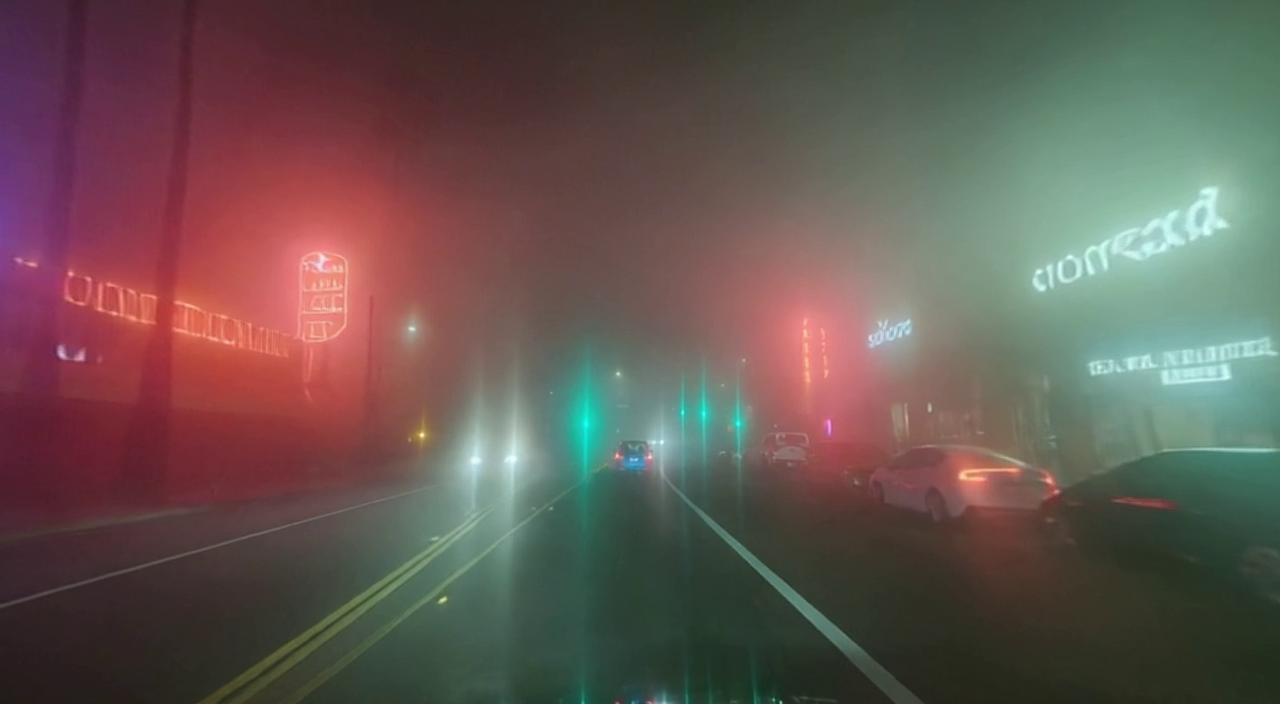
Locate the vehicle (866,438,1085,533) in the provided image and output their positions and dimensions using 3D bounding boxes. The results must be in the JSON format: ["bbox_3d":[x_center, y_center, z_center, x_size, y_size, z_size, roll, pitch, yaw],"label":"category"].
[{"bbox_3d":[6.234,2.493,12.453,1.885,1.506,4.302,0,-8,-1],"label":"vehicle"}]

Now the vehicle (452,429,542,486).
[{"bbox_3d":[-4.882,3.669,22.278,2.188,1.797,4.358,0,-8,-1],"label":"vehicle"}]

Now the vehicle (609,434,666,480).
[{"bbox_3d":[-0.130,4.156,25.325,2.063,1.664,4.471,0,-8,-1],"label":"vehicle"}]

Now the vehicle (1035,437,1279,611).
[{"bbox_3d":[6.362,1.611,6.365,1.810,1.472,4.422,0,-8,-1],"label":"vehicle"}]

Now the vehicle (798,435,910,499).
[{"bbox_3d":[6.061,3.290,18.431,1.747,1.619,4.157,0,-8,-1],"label":"vehicle"}]
